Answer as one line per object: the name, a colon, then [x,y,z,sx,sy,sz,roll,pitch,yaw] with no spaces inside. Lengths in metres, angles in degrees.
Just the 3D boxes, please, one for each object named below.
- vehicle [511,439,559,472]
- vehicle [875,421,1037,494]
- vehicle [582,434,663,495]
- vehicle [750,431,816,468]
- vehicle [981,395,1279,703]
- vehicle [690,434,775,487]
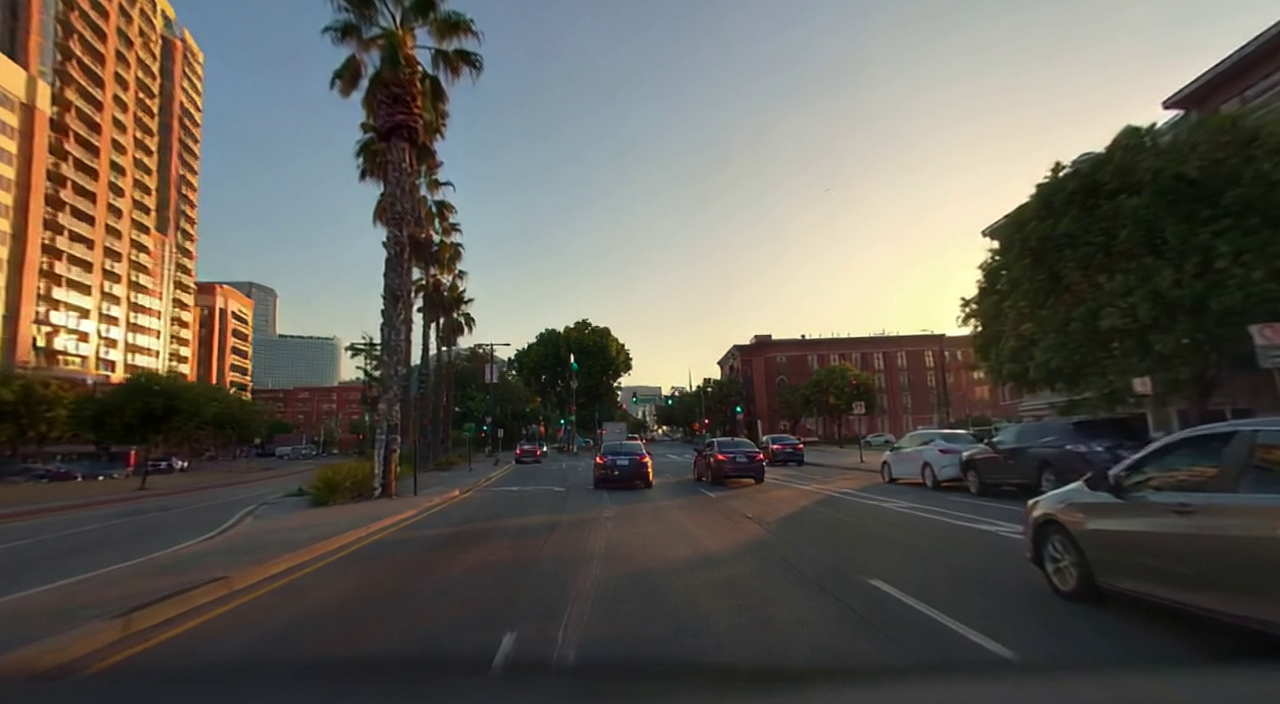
vehicle: [-5.245,5.188,31.976,1.977,1.501,4.435,0,-8,-4]
vehicle: [8.419,2.844,17.404,1.946,1.715,4.365,0,-8,-4]
vehicle: [-0.524,3.110,17.878,2.048,1.503,3.681,0,-8,-3]
vehicle: [7.023,4.860,31.640,2.000,1.685,4.487,0,-8,-3]
vehicle: [3.955,0.977,3.213,1.920,1.490,4.417,0,-8,-1]
vehicle: [2.800,3.376,20.001,1.909,1.500,3.524,0,-8,-4]
